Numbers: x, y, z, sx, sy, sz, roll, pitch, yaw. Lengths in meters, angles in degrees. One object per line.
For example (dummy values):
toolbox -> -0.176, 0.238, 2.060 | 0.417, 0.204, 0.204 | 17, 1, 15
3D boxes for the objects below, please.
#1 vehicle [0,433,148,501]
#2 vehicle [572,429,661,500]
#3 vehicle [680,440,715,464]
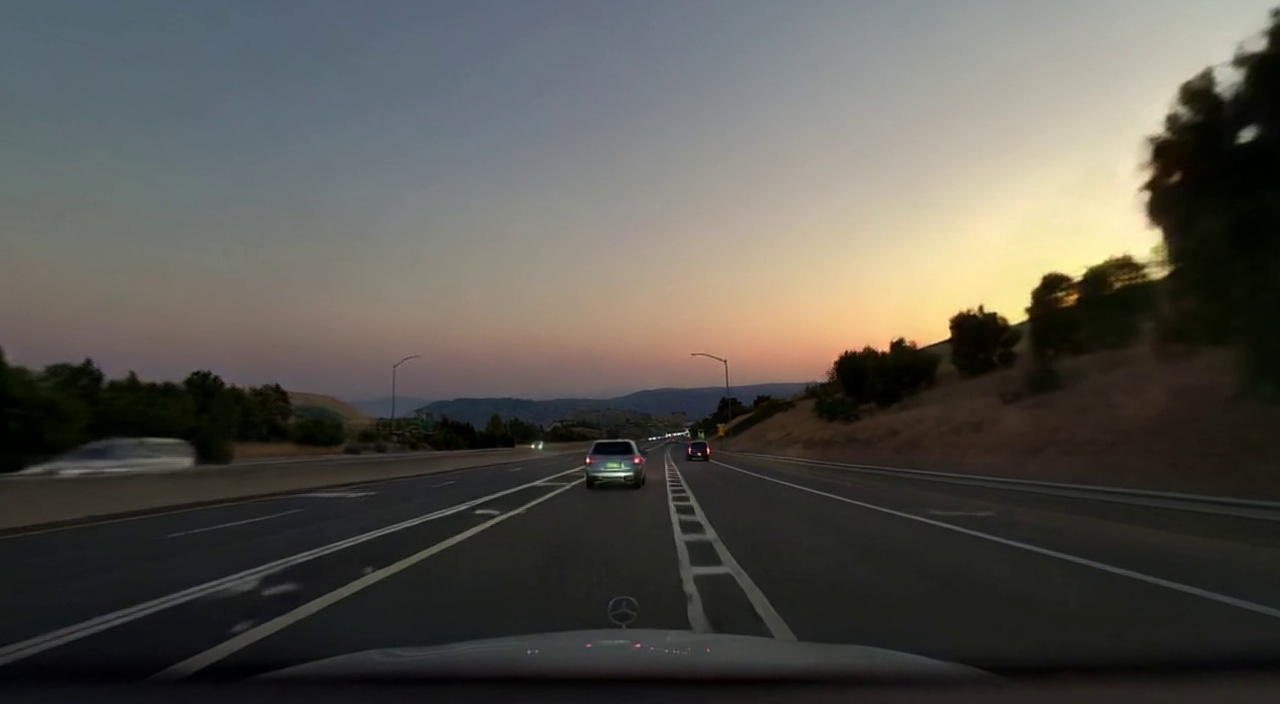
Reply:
vehicle -> -18.438, 3.485, 19.586 | 2.248, 1.820, 4.877 | -1, -8, 1
vehicle -> -0.504, 3.059, 17.597 | 2.143, 1.693, 4.513 | -1, -8, 2
vehicle -> 4.062, 7.152, 45.238 | 2.073, 1.621, 3.993 | 0, -8, 0
